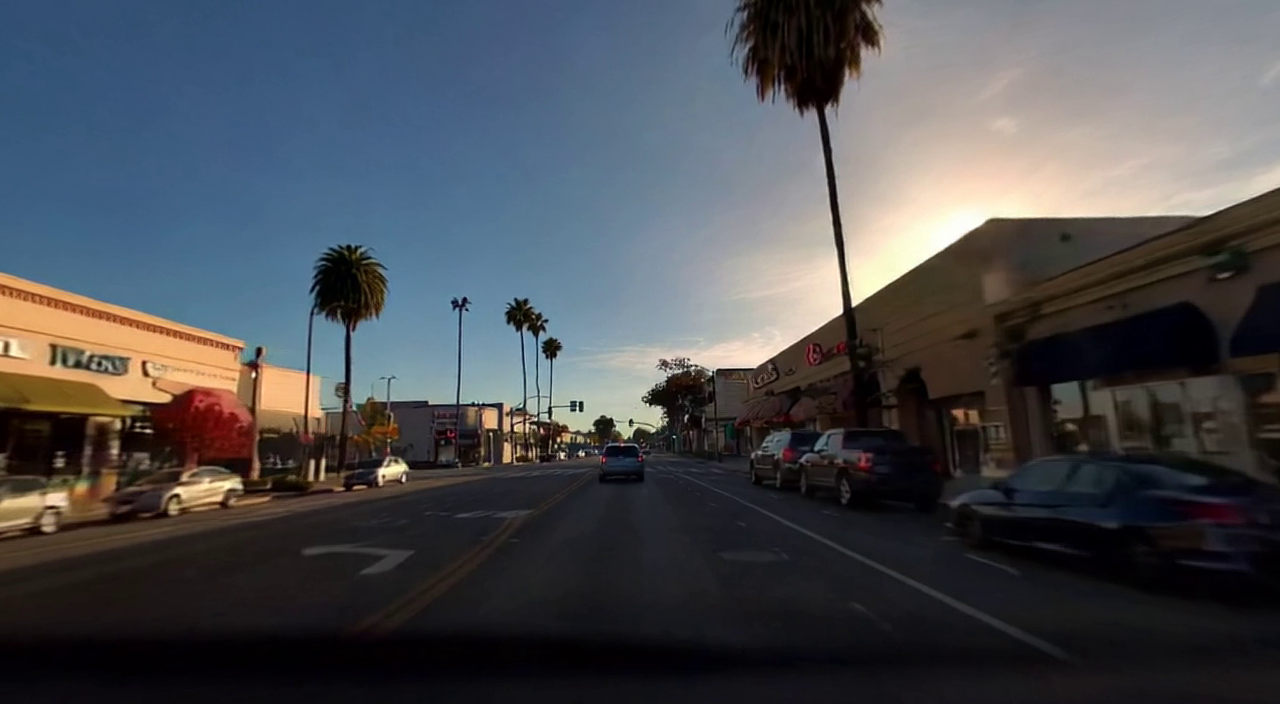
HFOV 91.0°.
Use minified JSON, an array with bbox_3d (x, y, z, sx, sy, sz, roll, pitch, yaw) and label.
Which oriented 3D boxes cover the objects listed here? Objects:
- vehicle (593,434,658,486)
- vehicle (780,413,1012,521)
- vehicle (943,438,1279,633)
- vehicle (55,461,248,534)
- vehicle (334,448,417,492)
[{"bbox_3d":[-0.528,4.074,24.051,2.239,1.763,4.096,0,-8,0],"label":"vehicle"},{"bbox_3d":[5.419,2.582,14.764,2.568,1.974,6.203,0,-8,-3],"label":"vehicle"},{"bbox_3d":[5.588,1.722,7.130,1.805,1.429,4.911,0,-8,-1],"label":"vehicle"},{"bbox_3d":[-13.400,3.958,17.733,1.914,1.489,4.523,-5,-8,-1],"label":"vehicle"},{"bbox_3d":[-13.547,6.019,32.590,2.296,1.847,4.856,-4,-8,-1],"label":"vehicle"}]
